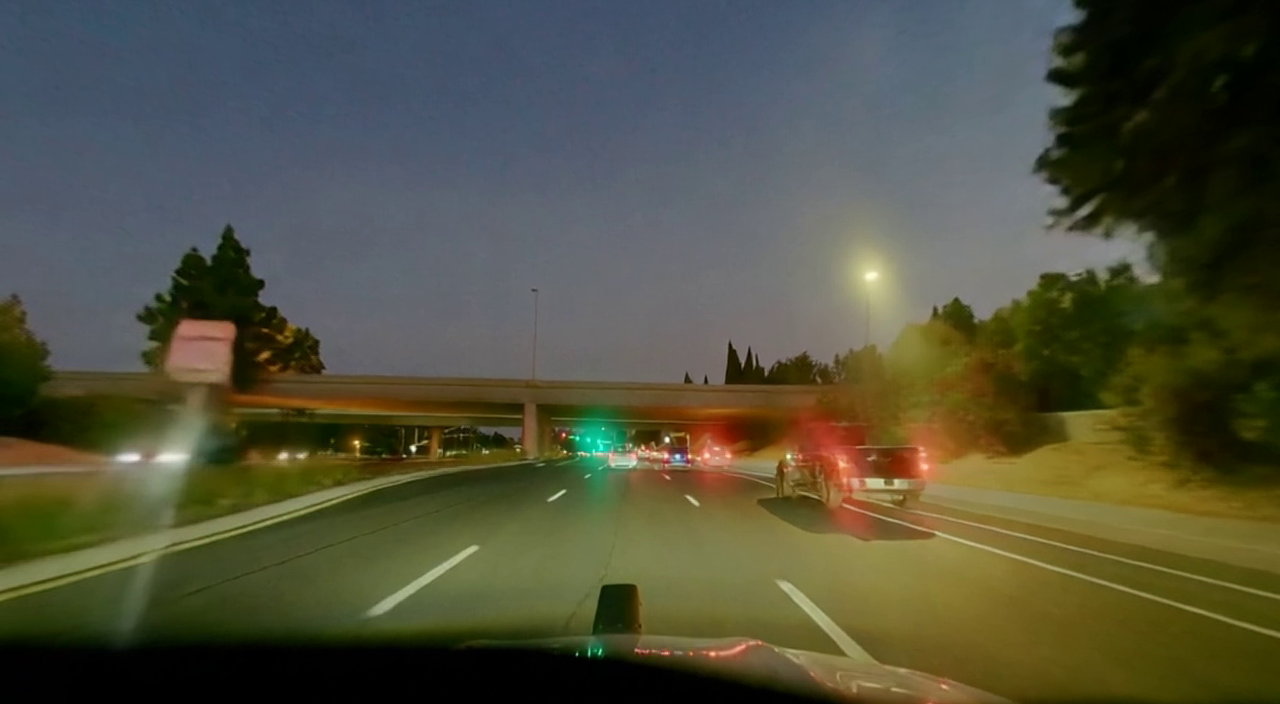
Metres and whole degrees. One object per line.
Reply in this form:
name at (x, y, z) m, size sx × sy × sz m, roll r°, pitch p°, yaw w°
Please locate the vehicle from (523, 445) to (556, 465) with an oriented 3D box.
vehicle at (-7.754, 7.973, 49.135) m, size 2.007 × 1.519 × 4.366 m, roll 0°, pitch -8°, yaw -3°
